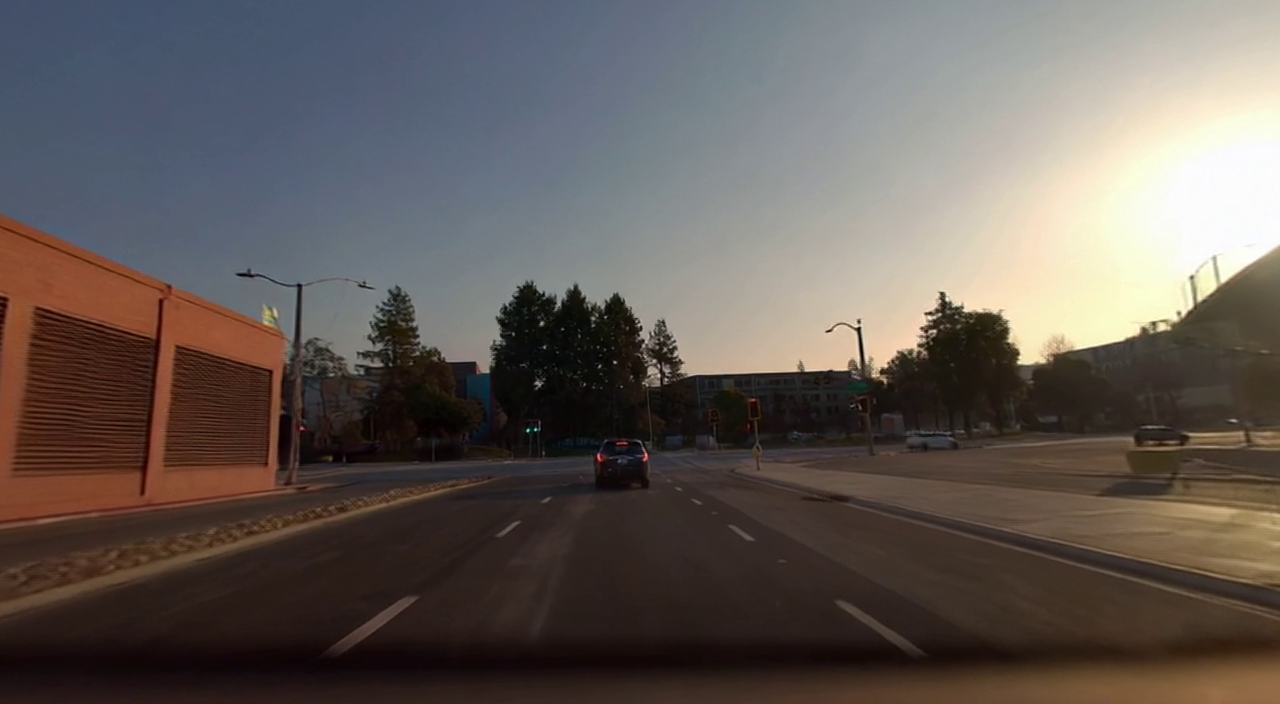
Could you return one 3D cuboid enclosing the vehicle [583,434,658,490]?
[{"bbox_3d":[-0.638,3.628,21.164,2.218,1.657,4.551,0,-9,-1],"label":"vehicle"}]
